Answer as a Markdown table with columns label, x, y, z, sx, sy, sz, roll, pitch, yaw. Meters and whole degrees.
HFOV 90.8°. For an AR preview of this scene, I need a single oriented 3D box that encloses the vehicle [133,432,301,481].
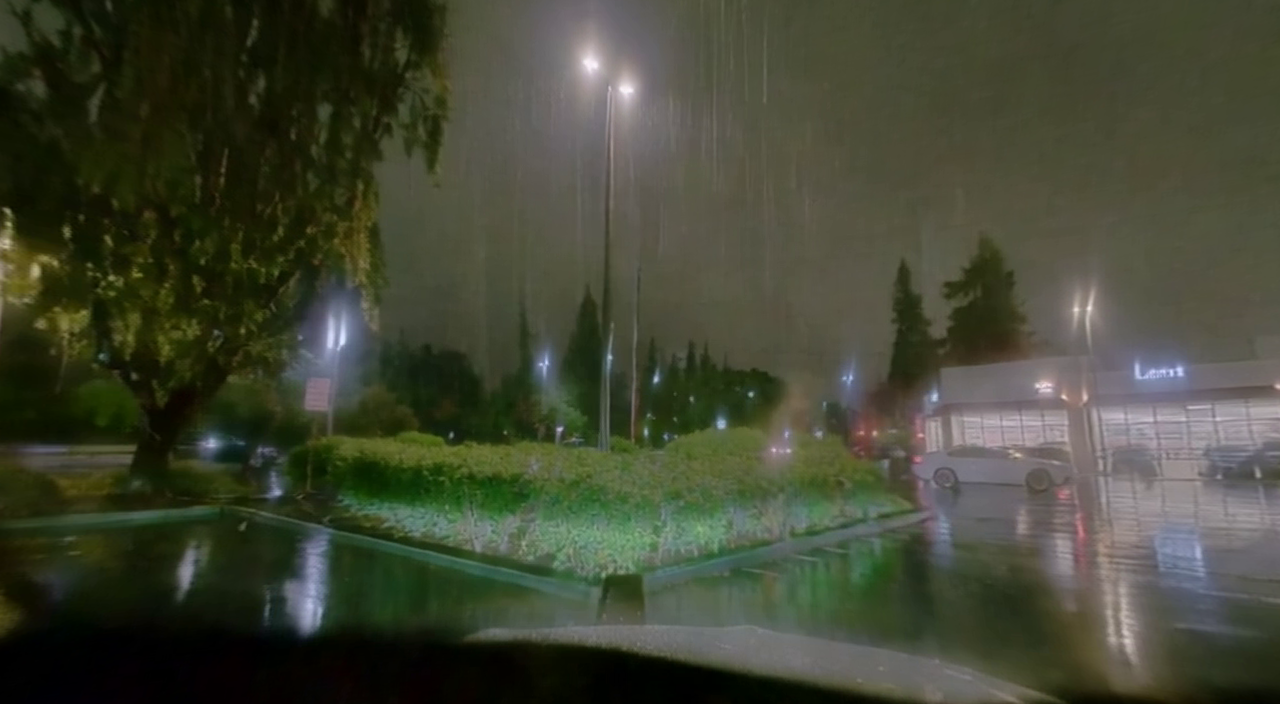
| label | x | y | z | sx | sy | sz | roll | pitch | yaw |
| --- | --- | --- | --- | --- | --- | --- | --- | --- | --- |
| vehicle | -15.611 | 3.862 | 23.575 | 1.921 | 1.632 | 4.752 | -7 | -11 | 41 |

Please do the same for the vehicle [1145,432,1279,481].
| label | x | y | z | sx | sy | sz | roll | pitch | yaw |
| --- | --- | --- | --- | --- | --- | --- | --- | --- | --- |
| vehicle | 22.982 | 4.057 | 24.579 | 4.939 | 1.664 | 2.055 | -9 | -10 | 41 |

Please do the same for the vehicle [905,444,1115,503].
| label | x | y | z | sx | sy | sz | roll | pitch | yaw |
| --- | --- | --- | --- | --- | --- | --- | --- | --- | --- |
| vehicle | 10.357 | 3.352 | 17.945 | 4.772 | 1.441 | 1.976 | -8 | -11 | 41 |
